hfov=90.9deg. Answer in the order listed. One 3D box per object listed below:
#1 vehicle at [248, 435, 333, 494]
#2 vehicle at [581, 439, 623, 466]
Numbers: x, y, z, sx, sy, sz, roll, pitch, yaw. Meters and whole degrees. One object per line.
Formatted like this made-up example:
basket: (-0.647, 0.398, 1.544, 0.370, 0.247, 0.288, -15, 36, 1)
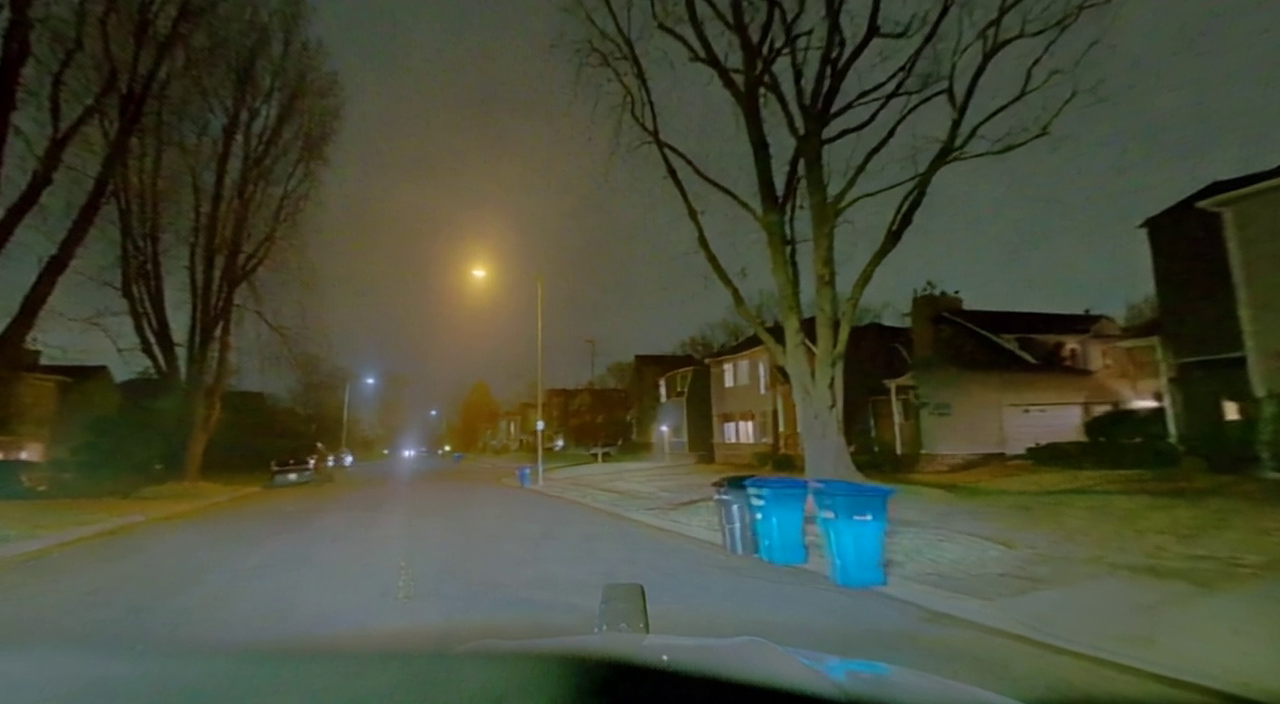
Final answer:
vehicle: (-16.191, 5.167, 29.572, 2.223, 2.115, 5.707, 9, -8, -18)
vehicle: (-2.970, 7.657, 48.404, 1.936, 1.687, 4.714, -1, -6, -19)
